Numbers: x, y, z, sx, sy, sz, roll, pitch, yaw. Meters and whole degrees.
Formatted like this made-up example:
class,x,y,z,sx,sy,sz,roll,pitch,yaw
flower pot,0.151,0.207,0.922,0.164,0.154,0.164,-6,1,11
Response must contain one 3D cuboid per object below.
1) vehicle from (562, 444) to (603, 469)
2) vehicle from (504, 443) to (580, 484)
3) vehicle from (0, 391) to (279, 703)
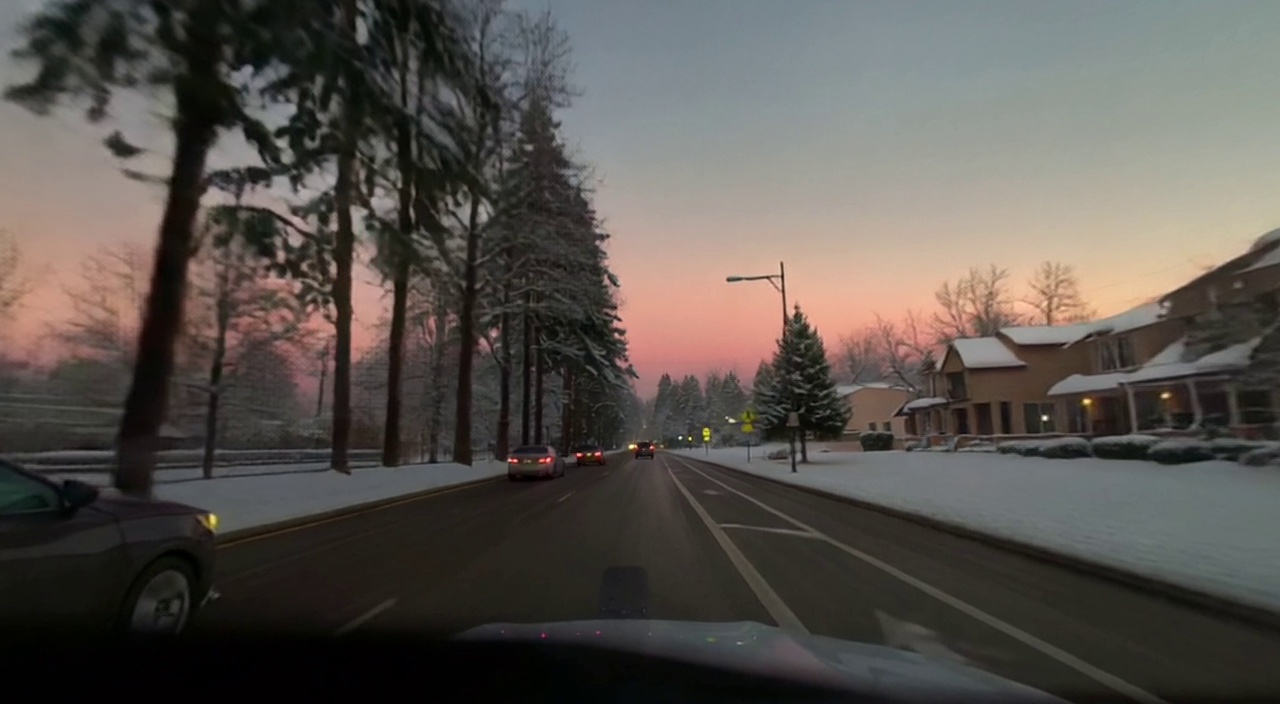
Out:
class,x,y,z,sx,sy,sz,roll,pitch,yaw
vehicle,-3.593,6.669,40.474,2.110,1.529,4.743,0,-8,1
vehicle,-3.785,4.406,25.295,2.188,1.473,4.651,0,-8,2
vehicle,-4.014,0.903,2.503,2.190,1.545,4.943,0,-8,1
